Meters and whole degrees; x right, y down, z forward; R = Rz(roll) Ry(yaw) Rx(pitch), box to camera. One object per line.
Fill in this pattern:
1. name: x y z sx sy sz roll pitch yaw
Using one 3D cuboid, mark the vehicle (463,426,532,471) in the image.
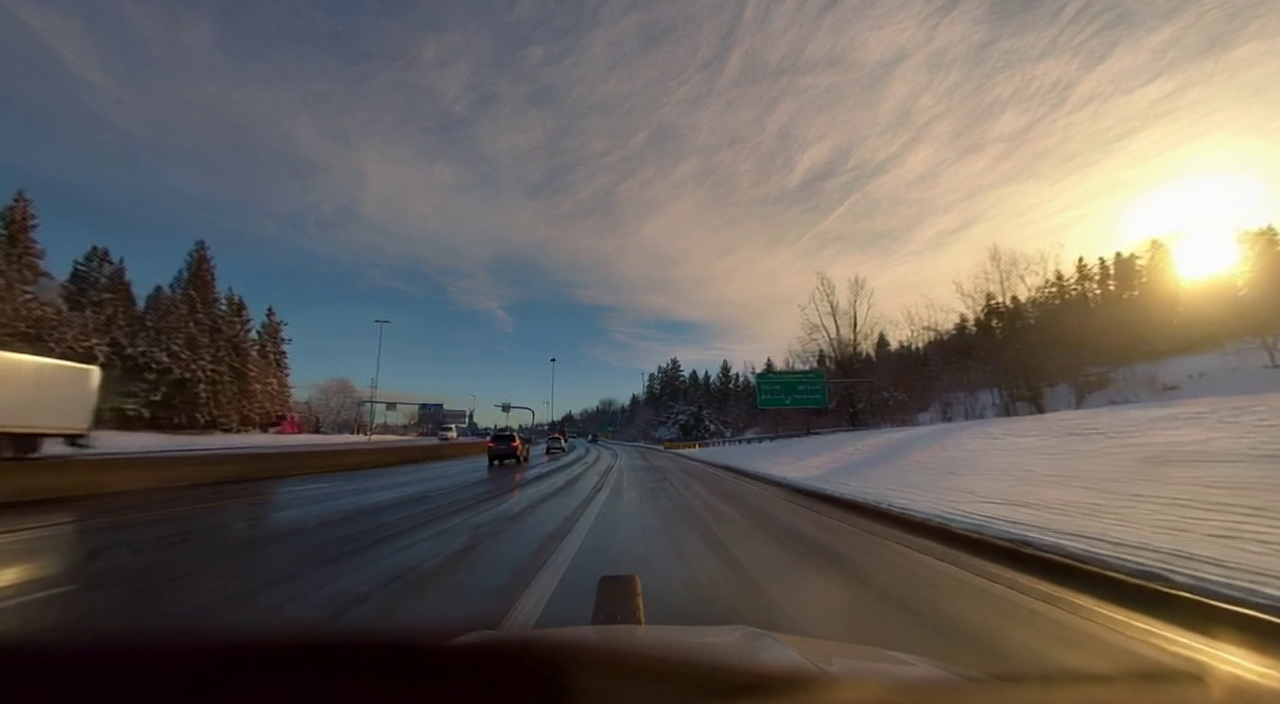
1. vehicle: -6.540 4.481 29.463 2.188 1.896 4.810 0 -8 -1
